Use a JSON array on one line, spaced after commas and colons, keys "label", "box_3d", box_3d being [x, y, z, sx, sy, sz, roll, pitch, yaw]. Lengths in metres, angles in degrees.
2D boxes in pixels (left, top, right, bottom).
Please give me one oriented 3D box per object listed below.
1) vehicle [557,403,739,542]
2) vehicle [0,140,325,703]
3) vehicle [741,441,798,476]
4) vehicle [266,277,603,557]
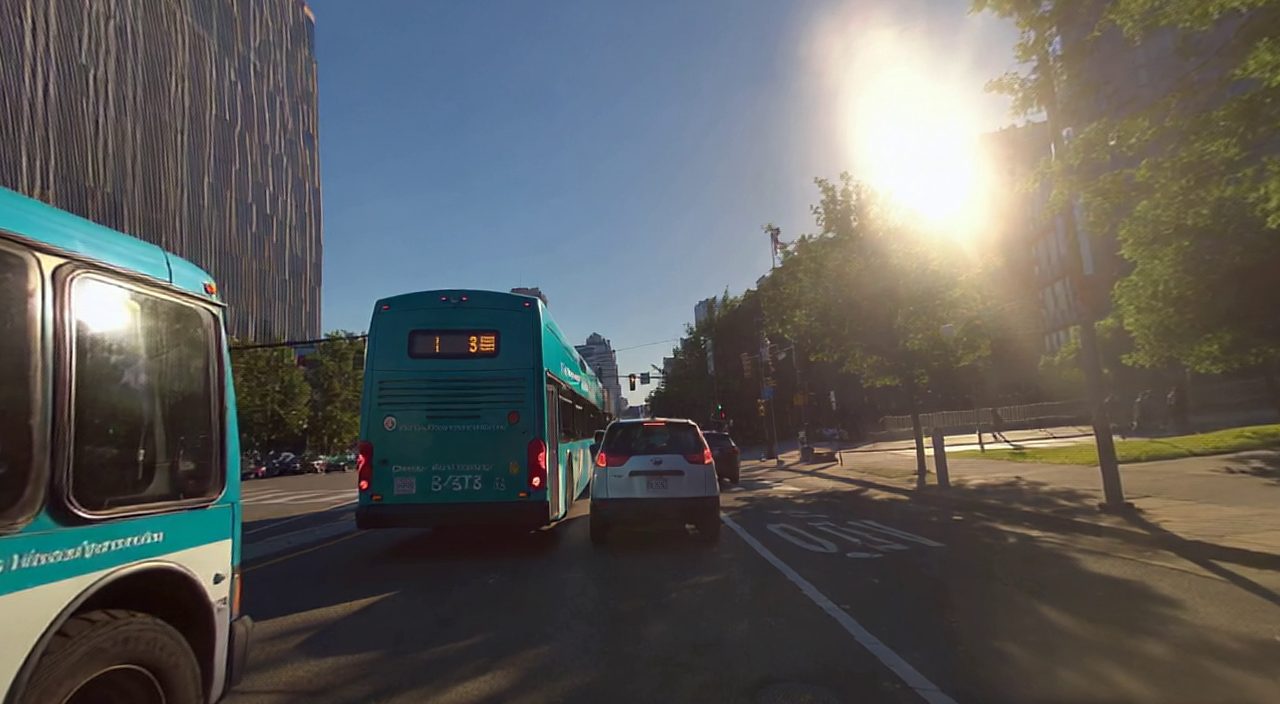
[{"label": "vehicle", "box_3d": [0.130, 1.991, 10.930, 2.500, 1.912, 4.270, 0, -9, 1]}, {"label": "vehicle", "box_3d": [-2.757, 0.329, 0.224, 2.329, 2.089, 5.659, 0, -9, 0]}, {"label": "vehicle", "box_3d": [6.155, 5.104, 30.474, 1.919, 1.529, 4.059, 0, -9, 1]}, {"label": "vehicle", "box_3d": [-2.875, 1.773, 14.546, 3.042, 3.445, 13.615, 0, -9, 1]}]
